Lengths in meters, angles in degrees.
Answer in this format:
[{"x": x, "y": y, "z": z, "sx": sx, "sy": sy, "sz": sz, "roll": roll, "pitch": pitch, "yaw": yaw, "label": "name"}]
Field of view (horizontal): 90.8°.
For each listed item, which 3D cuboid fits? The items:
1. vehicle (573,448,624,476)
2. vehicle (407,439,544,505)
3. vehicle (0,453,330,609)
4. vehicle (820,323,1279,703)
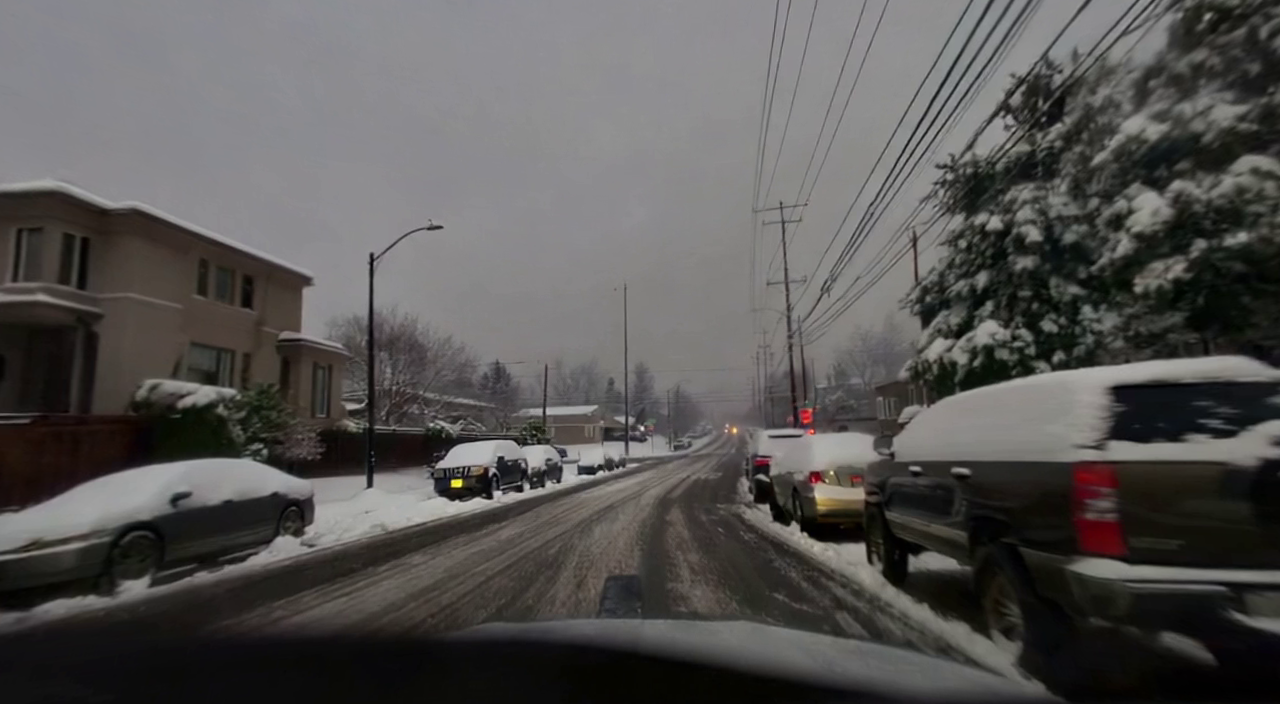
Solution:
[{"x": -2.347, "y": 6.414, "z": 37.040, "sx": 2.098, "sy": 1.454, "sz": 4.449, "roll": -2, "pitch": -8, "yaw": 8, "label": "vehicle"}, {"x": -5.385, "y": 4.014, "z": 21.851, "sx": 2.359, "sy": 1.947, "sz": 5.833, "roll": -2, "pitch": -8, "yaw": 9, "label": "vehicle"}, {"x": -7.317, "y": 2.465, "z": 9.812, "sx": 2.086, "sy": 1.706, "sz": 4.649, "roll": -2, "pitch": -8, "yaw": 9, "label": "vehicle"}, {"x": 3.087, "y": 1.127, "z": 4.886, "sx": 2.161, "sy": 1.813, "sz": 4.910, "roll": -1, "pitch": -8, "yaw": 3, "label": "vehicle"}]
